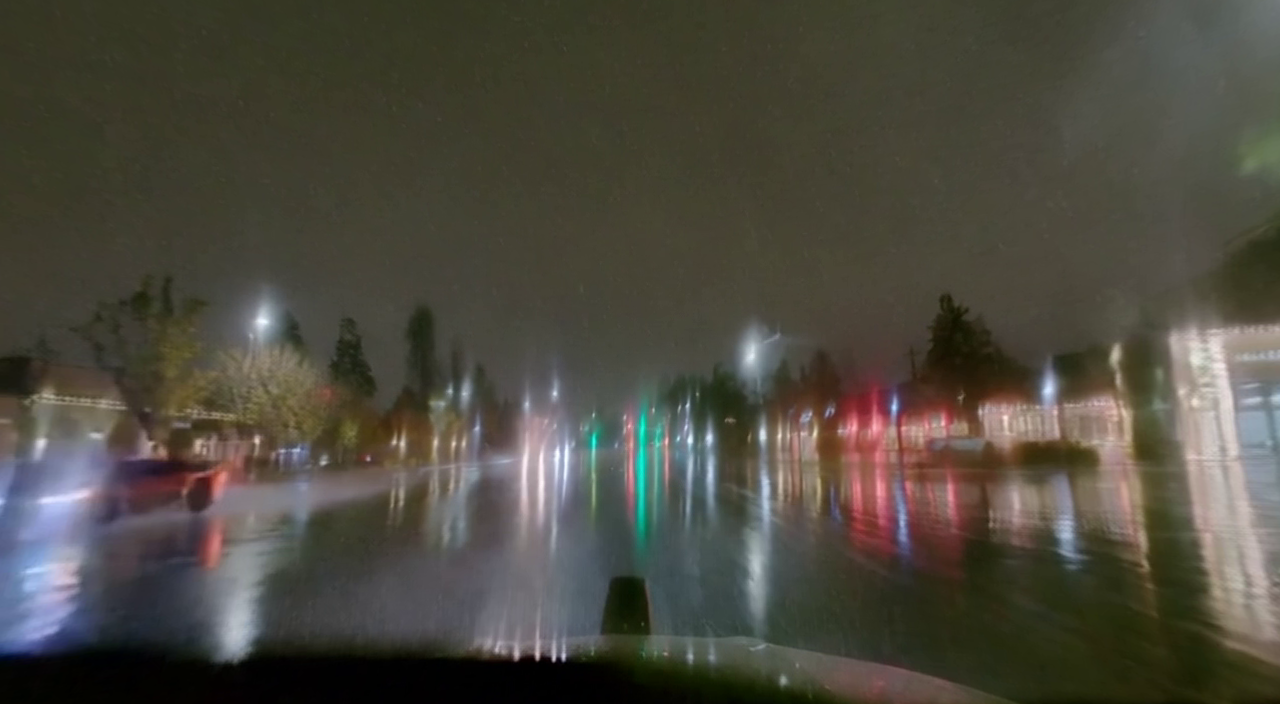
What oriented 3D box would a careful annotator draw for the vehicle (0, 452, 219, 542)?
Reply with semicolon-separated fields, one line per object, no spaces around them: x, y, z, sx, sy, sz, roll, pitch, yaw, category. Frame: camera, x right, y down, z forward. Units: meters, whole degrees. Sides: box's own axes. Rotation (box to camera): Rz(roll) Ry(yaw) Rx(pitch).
-11.725;2.990;13.628;2.033;1.497;4.567;-2;-8;1;vehicle
